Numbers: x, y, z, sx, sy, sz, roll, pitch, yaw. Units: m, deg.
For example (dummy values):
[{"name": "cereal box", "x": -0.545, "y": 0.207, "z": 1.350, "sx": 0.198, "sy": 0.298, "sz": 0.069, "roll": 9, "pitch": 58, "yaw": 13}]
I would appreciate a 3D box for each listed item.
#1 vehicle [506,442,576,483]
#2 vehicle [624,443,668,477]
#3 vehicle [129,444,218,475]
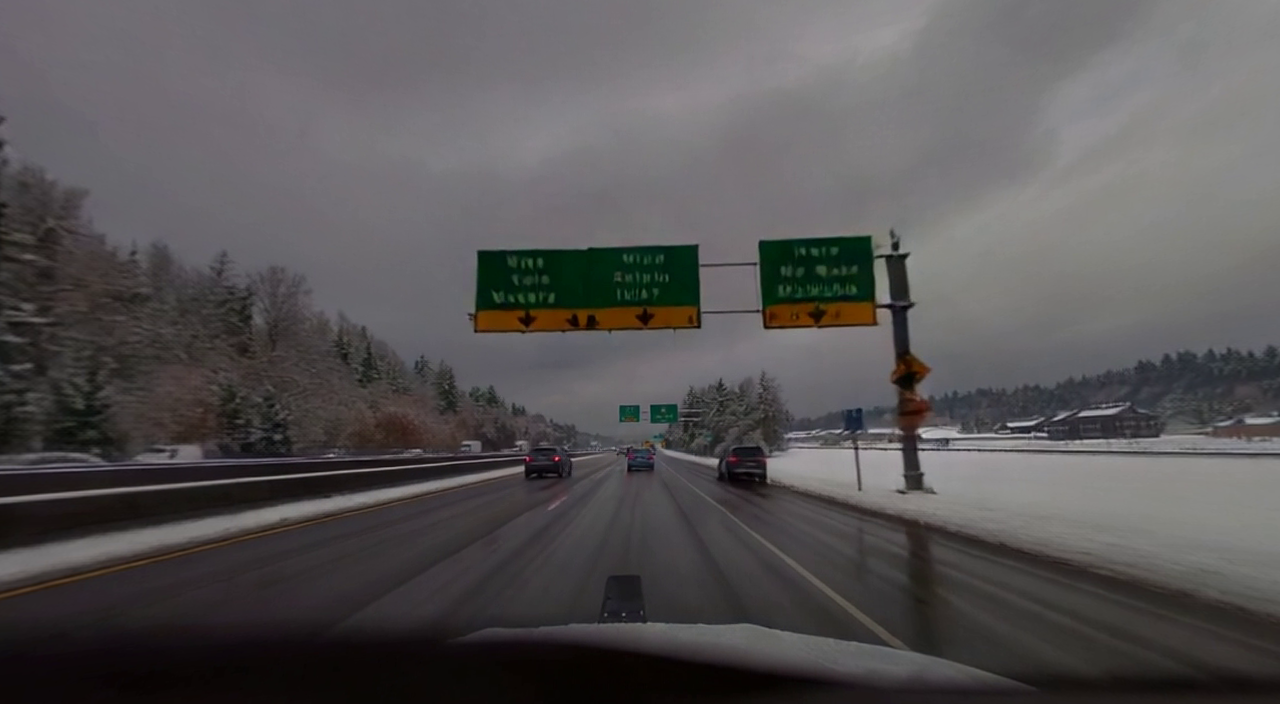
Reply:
[{"name": "vehicle", "x": -4.007, "y": 4.571, "z": 26.294, "sx": 2.081, "sy": 1.534, "sz": 4.543, "roll": 0, "pitch": -9, "yaw": 1}, {"name": "vehicle", "x": 0.283, "y": 5.047, "z": 29.560, "sx": 1.960, "sy": 1.456, "sz": 3.818, "roll": 0, "pitch": -9, "yaw": 1}, {"name": "vehicle", "x": -28.993, "y": 6.675, "z": 39.358, "sx": 1.928, "sy": 1.822, "sz": 4.731, "roll": 0, "pitch": -9, "yaw": 0}]
